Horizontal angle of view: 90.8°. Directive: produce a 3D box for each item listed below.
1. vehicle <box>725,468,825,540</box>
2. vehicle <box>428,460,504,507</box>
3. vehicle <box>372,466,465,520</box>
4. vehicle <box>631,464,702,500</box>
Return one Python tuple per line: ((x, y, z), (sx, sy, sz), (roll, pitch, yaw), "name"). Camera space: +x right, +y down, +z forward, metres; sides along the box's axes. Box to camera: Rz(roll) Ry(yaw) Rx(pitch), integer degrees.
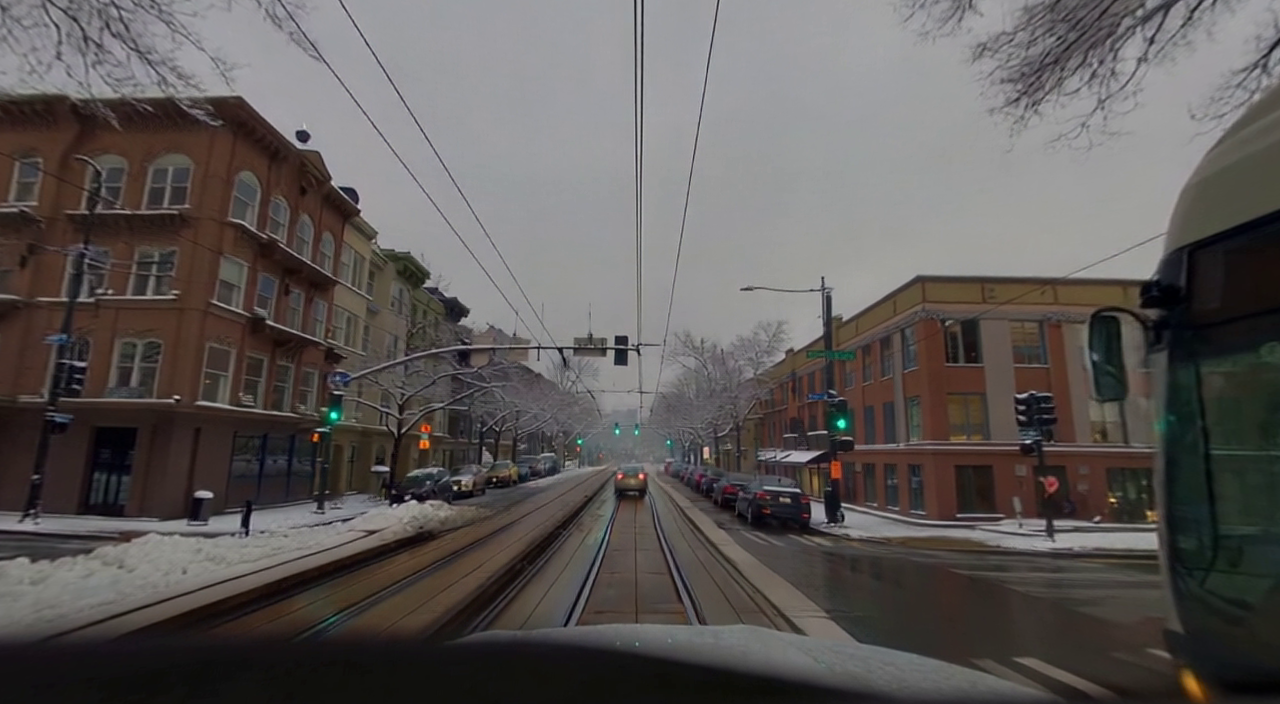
((3.849, 4.415, 18.828), (1.929, 1.723, 4.134), (0, -8, -2), "vehicle")
((-7.405, 5.620, 27.390), (1.861, 1.751, 4.550), (1, -9, 2), "vehicle")
((-7.414, 4.802, 21.603), (1.779, 1.588, 3.953), (2, -12, -2), "vehicle")
((1.304, 6.590, 32.217), (1.984, 1.571, 3.404), (5, -10, -33), "vehicle")
